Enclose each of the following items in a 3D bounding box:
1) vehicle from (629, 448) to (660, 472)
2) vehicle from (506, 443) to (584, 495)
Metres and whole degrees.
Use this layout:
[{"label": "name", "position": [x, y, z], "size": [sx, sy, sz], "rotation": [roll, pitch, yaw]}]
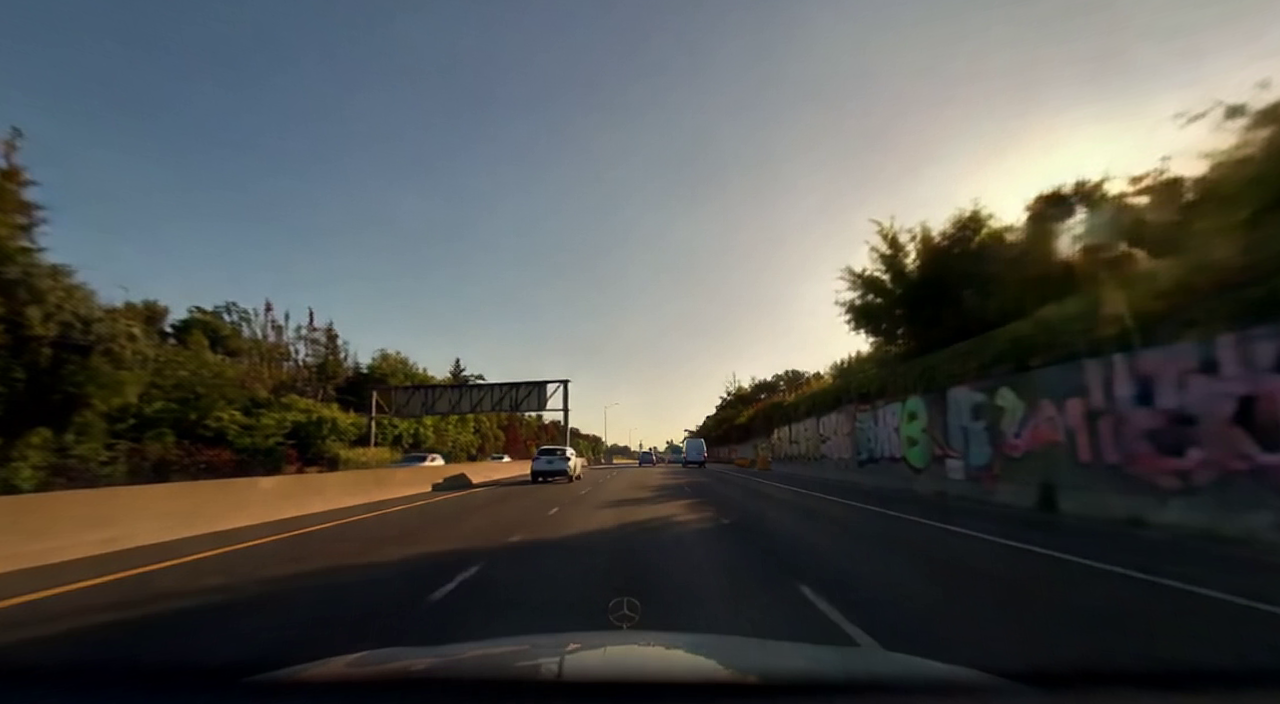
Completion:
[{"label": "vehicle", "position": [0.340, 7.752, 45.354], "size": [2.108, 1.663, 3.159], "rotation": [0, -9, 1]}, {"label": "vehicle", "position": [-3.251, 4.099, 22.445], "size": [1.964, 1.618, 4.489], "rotation": [0, -9, 1]}]
